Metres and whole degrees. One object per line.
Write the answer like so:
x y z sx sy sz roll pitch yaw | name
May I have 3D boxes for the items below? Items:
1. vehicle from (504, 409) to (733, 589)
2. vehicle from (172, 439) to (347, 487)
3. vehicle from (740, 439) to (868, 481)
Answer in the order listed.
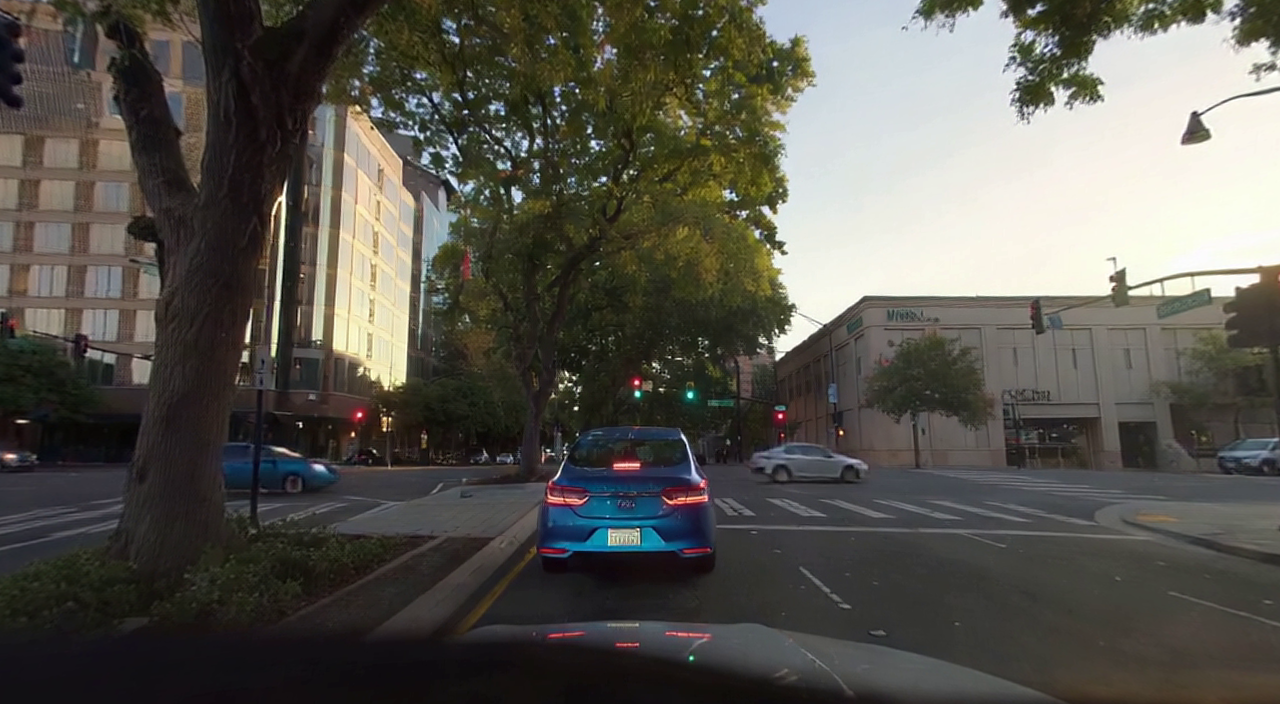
-0.225 1.622 7.763 2.066 1.618 3.922 0 -8 -1 | vehicle
-13.512 3.956 22.696 4.891 1.591 2.067 0 -8 -1 | vehicle
7.002 4.632 27.312 4.912 1.731 2.022 0 -8 -4 | vehicle
